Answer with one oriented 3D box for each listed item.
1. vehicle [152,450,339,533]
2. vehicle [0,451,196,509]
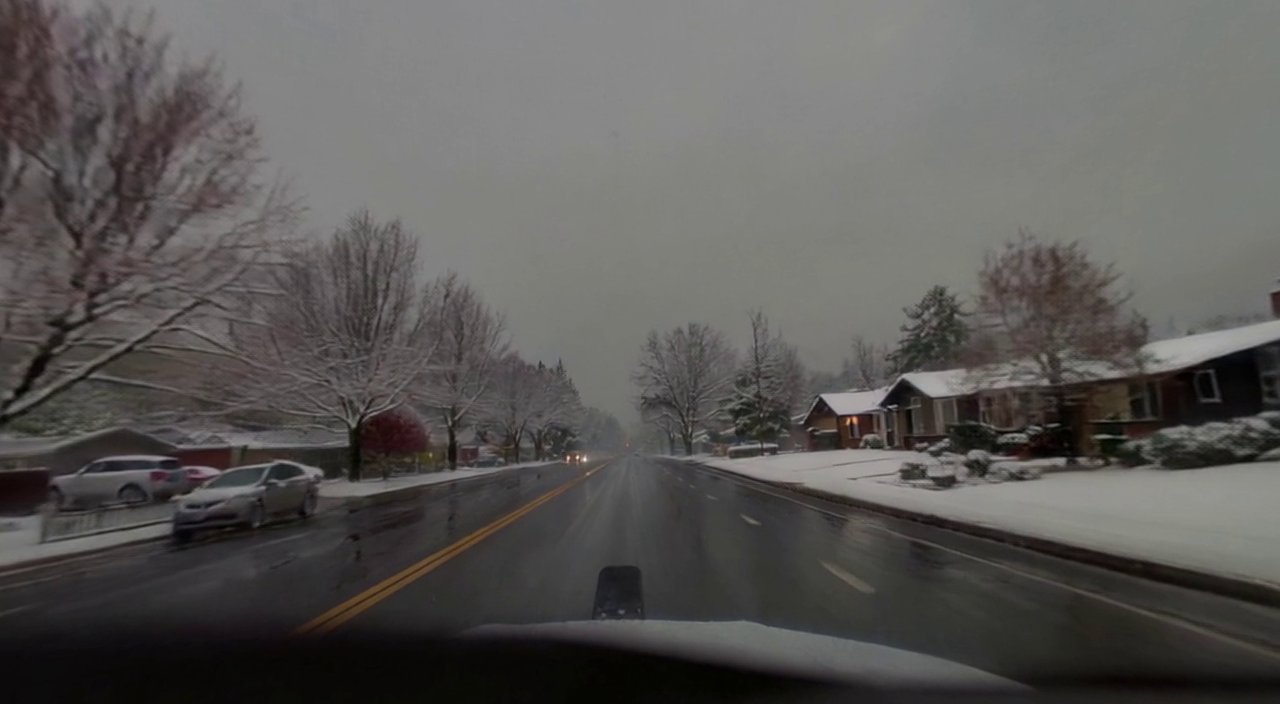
[{"bbox_3d":[-9.625,3.364,15.944,1.931,1.465,4.683,-5,-7,-3],"label":"vehicle"},{"bbox_3d":[-19.527,4.598,23.002,4.802,1.868,2.395,0,-8,-2],"label":"vehicle"}]
